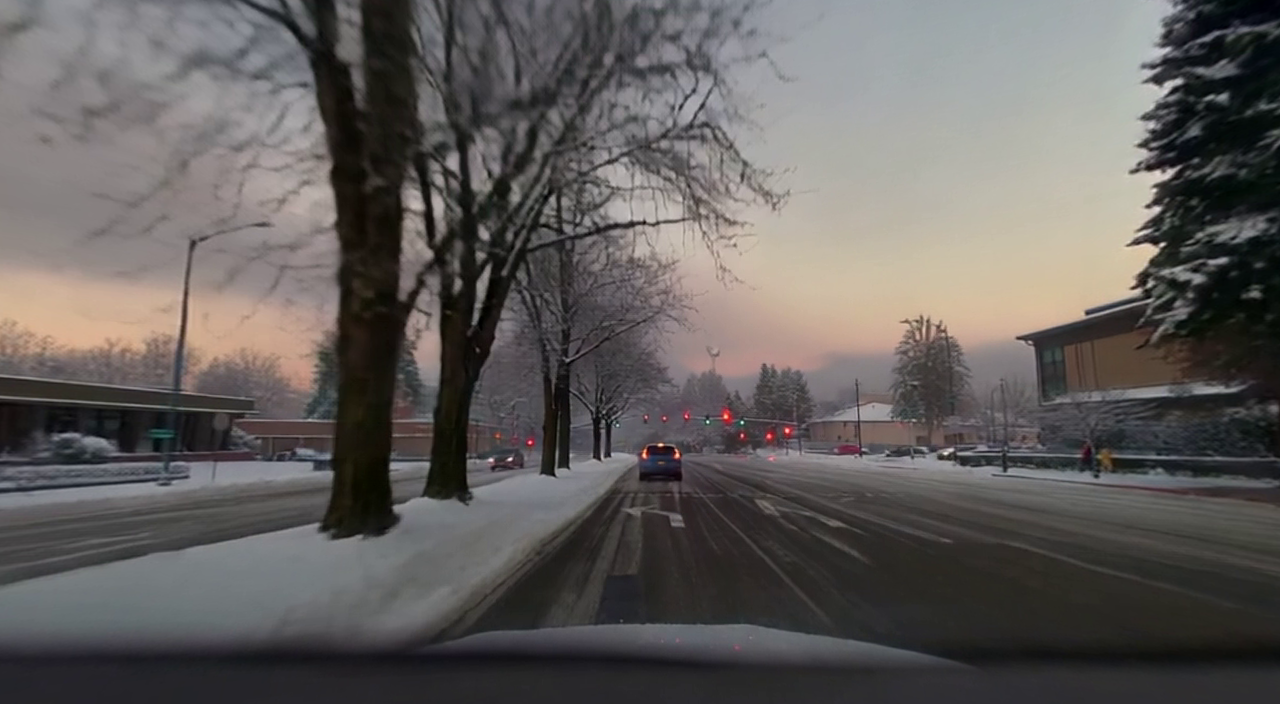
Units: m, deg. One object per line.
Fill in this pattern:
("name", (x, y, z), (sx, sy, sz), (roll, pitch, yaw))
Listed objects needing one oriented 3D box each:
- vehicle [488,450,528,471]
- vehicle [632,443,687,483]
("vehicle", (-9.842, 8.083, 47.330), (1.907, 1.485, 4.293), (0, -9, 2))
("vehicle", (0.777, 4.462, 25.676), (2.064, 1.477, 3.968), (0, -9, 1))
